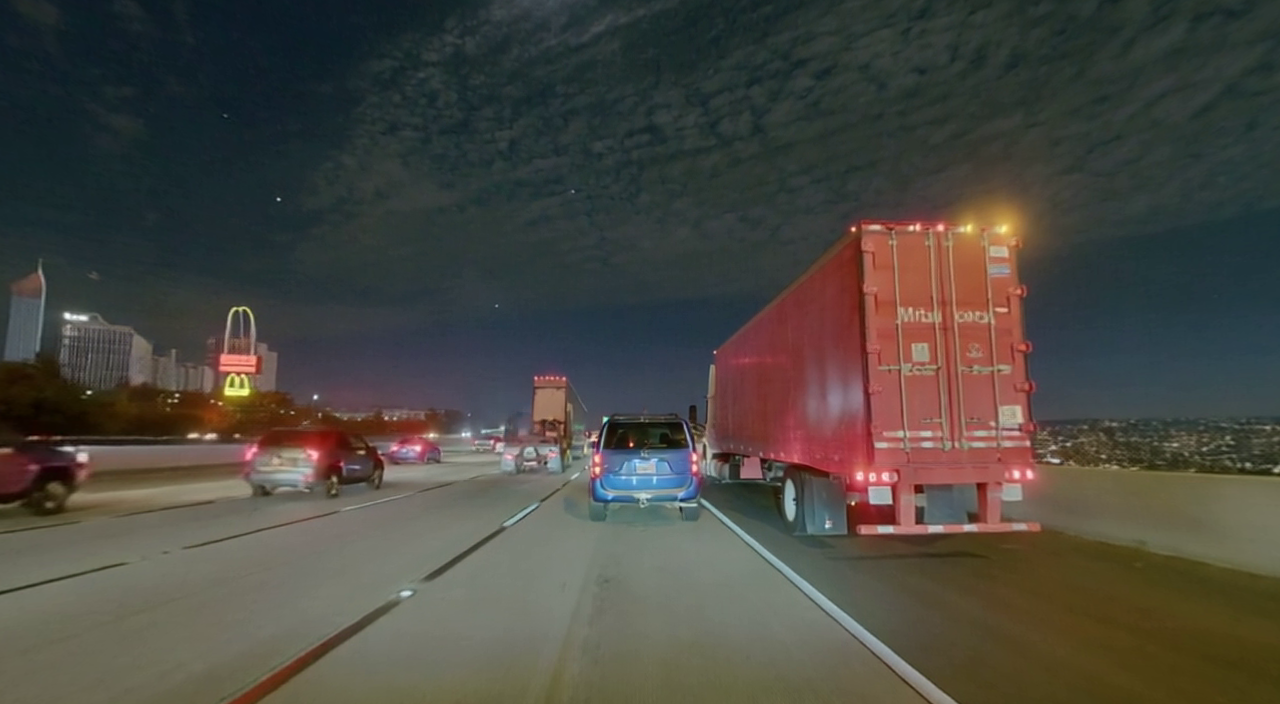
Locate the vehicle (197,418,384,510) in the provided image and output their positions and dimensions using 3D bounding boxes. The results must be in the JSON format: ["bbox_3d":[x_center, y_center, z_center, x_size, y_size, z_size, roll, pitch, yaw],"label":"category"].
[{"bbox_3d":[-7.551,2.461,14.211,1.854,1.740,4.151,0,-9,-1],"label":"vehicle"}]

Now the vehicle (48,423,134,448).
[{"bbox_3d":[-33.419,5.136,38.570,1.500,1.465,4.264,0,-9,-2],"label":"vehicle"}]

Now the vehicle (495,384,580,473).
[{"bbox_3d":[-4.473,3.674,29.376,2.814,3.513,8.529,0,-9,-2],"label":"vehicle"}]

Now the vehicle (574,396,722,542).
[{"bbox_3d":[0.064,1.838,10.394,1.947,1.910,4.040,0,-9,-1],"label":"vehicle"}]

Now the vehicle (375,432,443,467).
[{"bbox_3d":[-12.103,5.156,33.412,1.915,1.710,4.670,0,-9,-2],"label":"vehicle"}]
